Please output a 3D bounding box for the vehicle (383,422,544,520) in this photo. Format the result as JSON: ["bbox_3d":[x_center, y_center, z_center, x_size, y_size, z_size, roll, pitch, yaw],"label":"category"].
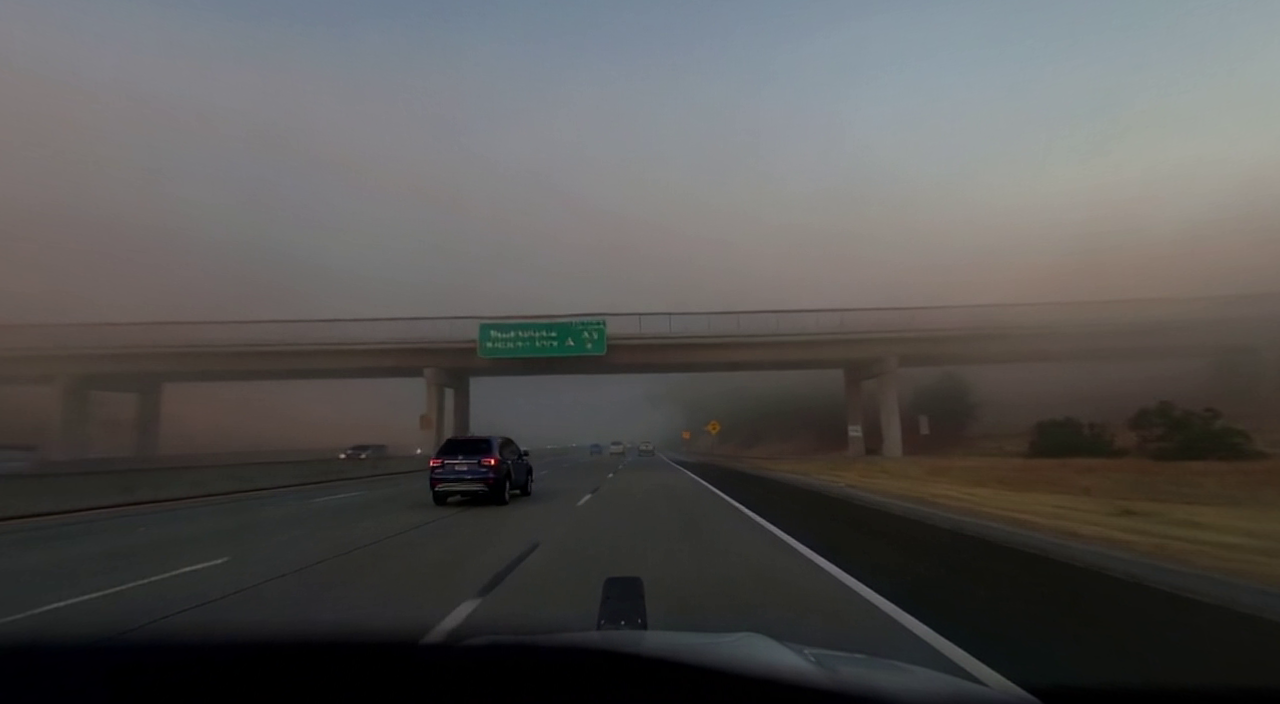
[{"bbox_3d":[-3.427,2.404,13.215,2.048,1.705,4.384,0,-8,1],"label":"vehicle"}]
